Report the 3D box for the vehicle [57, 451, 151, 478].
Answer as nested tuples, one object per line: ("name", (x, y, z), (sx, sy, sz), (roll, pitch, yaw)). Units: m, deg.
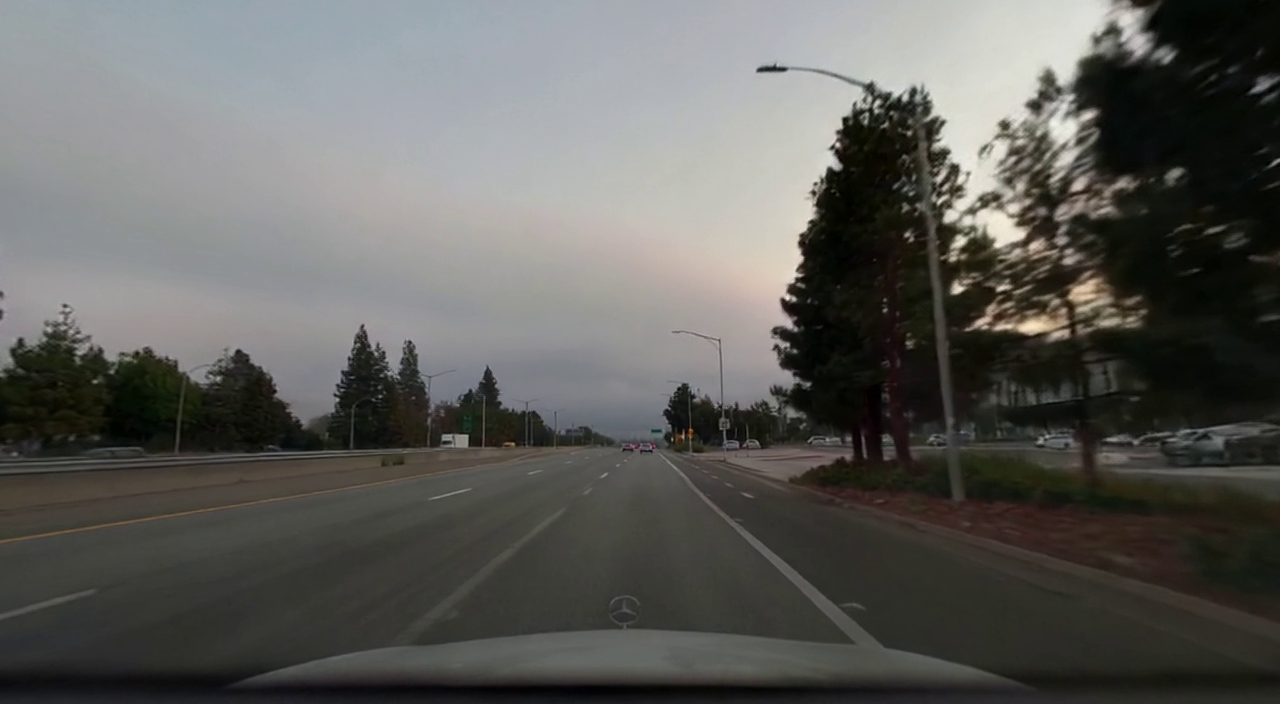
("vehicle", (-38.148, 7.973, 45.132), (2.022, 1.736, 5.218), (0, -8, 2))
